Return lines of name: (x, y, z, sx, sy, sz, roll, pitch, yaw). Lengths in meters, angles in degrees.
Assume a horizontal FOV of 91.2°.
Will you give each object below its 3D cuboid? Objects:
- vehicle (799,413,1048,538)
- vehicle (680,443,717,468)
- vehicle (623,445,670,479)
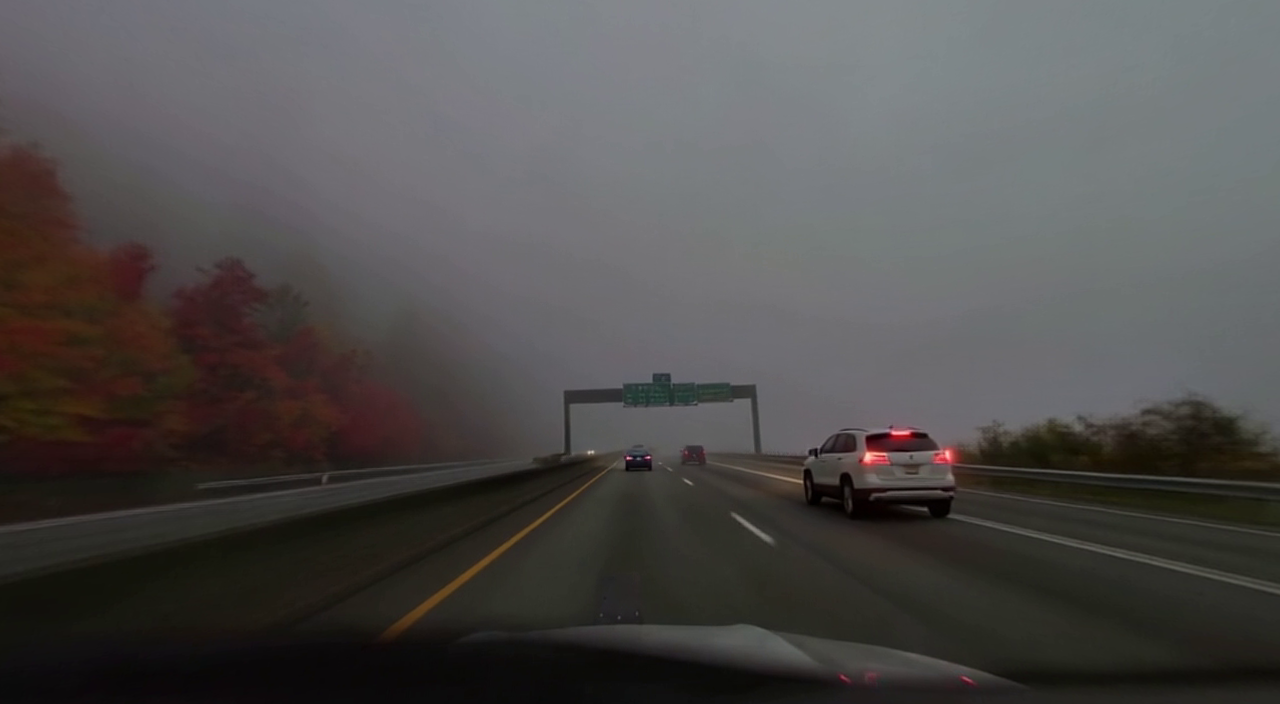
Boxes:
vehicle: (4.535, 2.070, 11.017, 2.250, 1.718, 4.358, 0, -9, -1)
vehicle: (3.767, 6.751, 40.974, 1.959, 1.528, 4.207, 0, -9, -1)
vehicle: (0.236, 5.027, 28.885, 2.037, 1.418, 3.793, 0, -9, -1)
